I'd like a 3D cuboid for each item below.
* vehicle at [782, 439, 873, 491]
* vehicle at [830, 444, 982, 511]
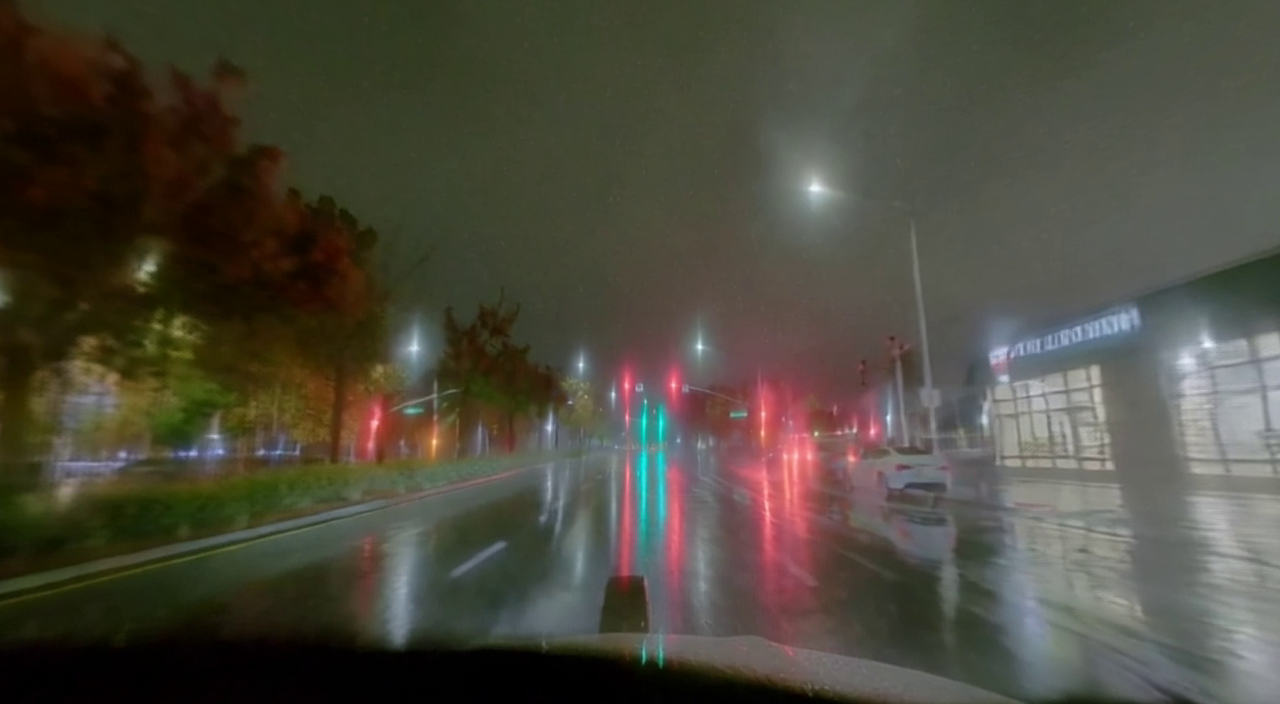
[{"bbox_3d":[6.738,4.089,23.258,1.980,1.675,4.854,0,-9,1],"label":"vehicle"},{"bbox_3d":[6.643,3.151,16.444,1.847,1.472,4.846,0,-9,0],"label":"vehicle"}]
